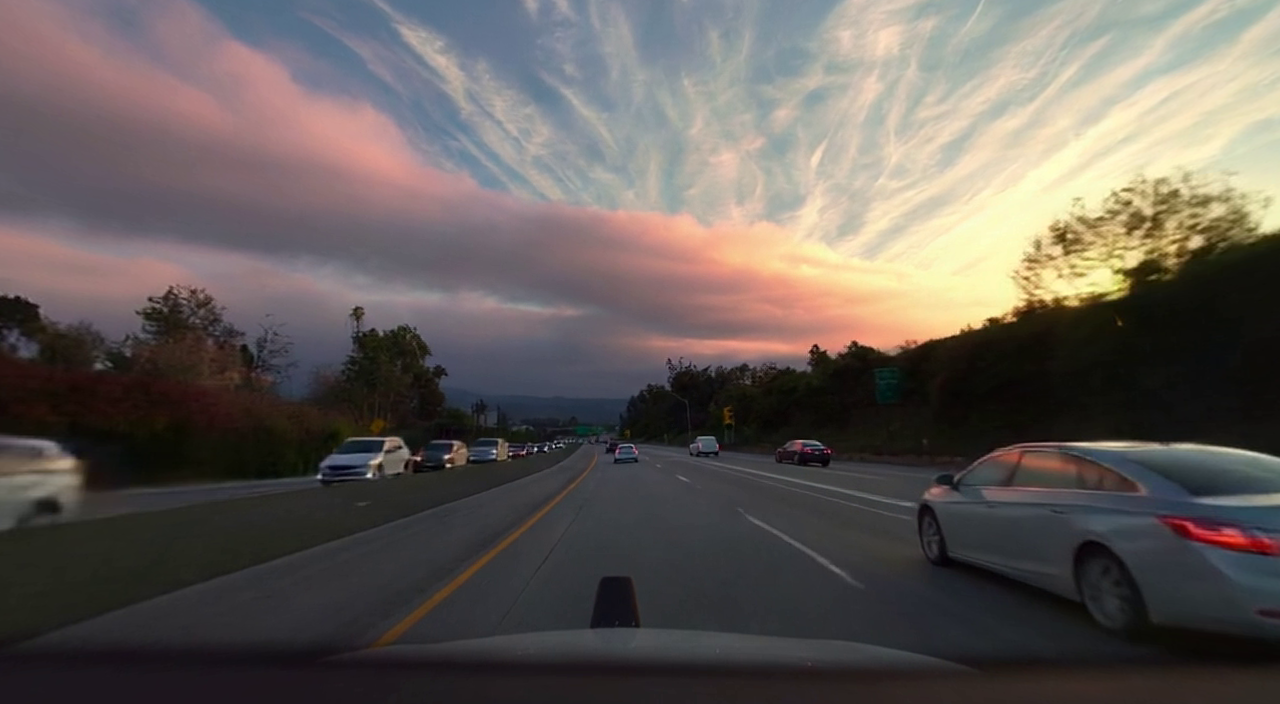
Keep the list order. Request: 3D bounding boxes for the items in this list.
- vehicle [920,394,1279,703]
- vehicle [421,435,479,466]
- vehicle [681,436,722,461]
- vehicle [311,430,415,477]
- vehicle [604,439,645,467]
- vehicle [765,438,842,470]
[{"bbox_3d":[3.729,1.092,3.783,1.972,1.488,4.335,1,-9,-2],"label":"vehicle"},{"bbox_3d":[-10.953,5.705,36.796,2.174,1.654,4.680,1,-9,-3],"label":"vehicle"},{"bbox_3d":[4.221,6.782,44.266,2.094,1.652,3.955,1,-9,-6],"label":"vehicle"},{"bbox_3d":[-10.510,3.904,24.421,2.113,1.629,4.629,1,-8,-3],"label":"vehicle"},{"bbox_3d":[-0.967,5.820,36.472,2.090,1.510,4.280,1,-9,-5],"label":"vehicle"},{"bbox_3d":[8.270,5.245,32.542,2.196,1.494,4.735,1,-9,-7],"label":"vehicle"}]
